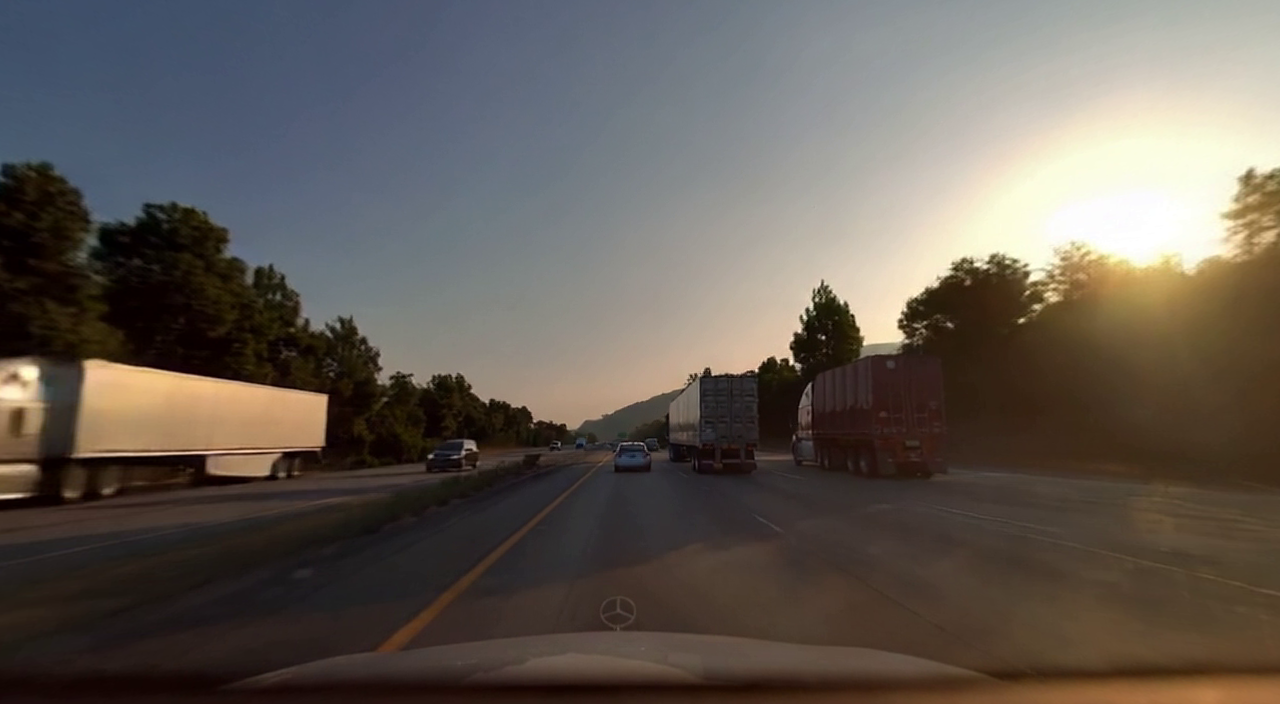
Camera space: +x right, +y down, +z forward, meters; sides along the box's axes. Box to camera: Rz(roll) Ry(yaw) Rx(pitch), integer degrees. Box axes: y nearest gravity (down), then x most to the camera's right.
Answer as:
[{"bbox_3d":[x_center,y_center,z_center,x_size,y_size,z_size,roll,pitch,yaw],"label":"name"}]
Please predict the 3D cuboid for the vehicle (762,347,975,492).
[{"bbox_3d":[7.865,2.829,25.030,2.876,4.111,14.145,0,-8,-1],"label":"vehicle"}]

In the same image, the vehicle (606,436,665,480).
[{"bbox_3d":[-0.218,3.930,23.685,2.038,1.477,3.773,0,-8,-1],"label":"vehicle"}]

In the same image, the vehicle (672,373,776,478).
[{"bbox_3d":[3.670,3.811,31.979,2.888,4.099,14.183,0,-8,-2],"label":"vehicle"}]

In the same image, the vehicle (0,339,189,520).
[{"bbox_3d":[-16.675,2.197,17.362,3.135,4.207,7.042,0,-9,-1],"label":"vehicle"}]

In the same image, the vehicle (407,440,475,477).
[{"bbox_3d":[-8.663,4.648,27.762,1.841,1.488,3.664,0,-8,-1],"label":"vehicle"}]
